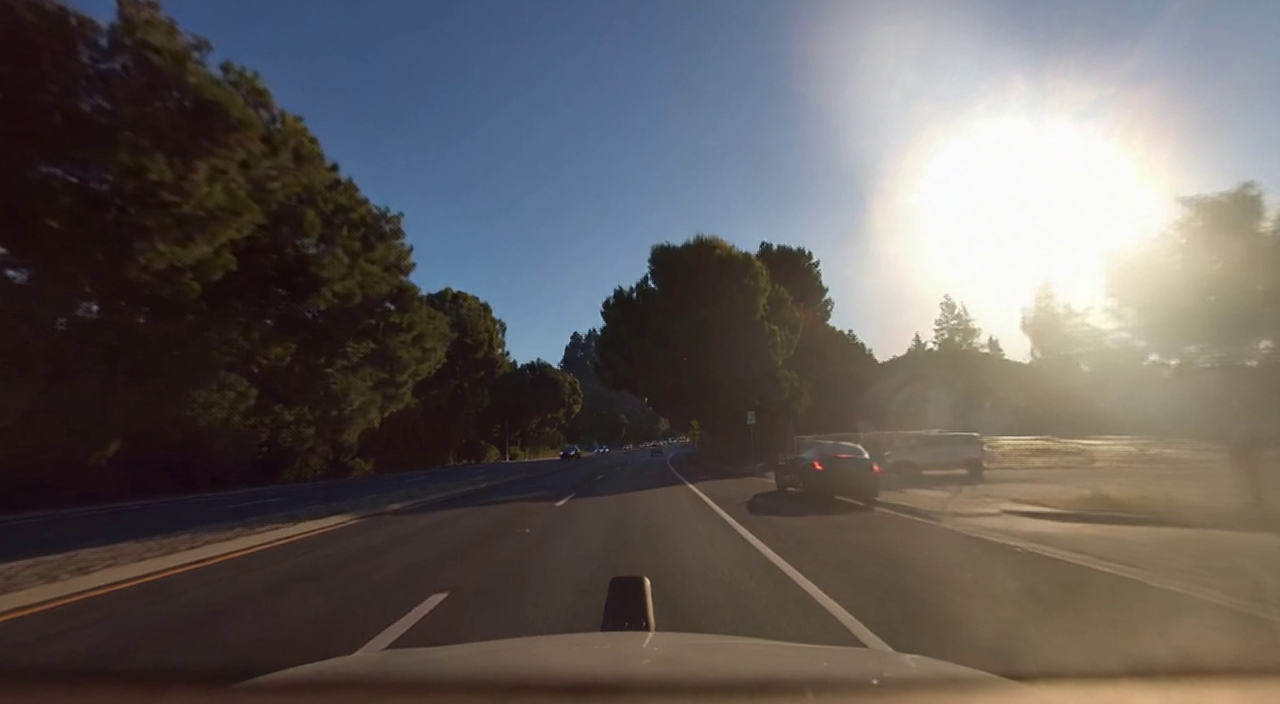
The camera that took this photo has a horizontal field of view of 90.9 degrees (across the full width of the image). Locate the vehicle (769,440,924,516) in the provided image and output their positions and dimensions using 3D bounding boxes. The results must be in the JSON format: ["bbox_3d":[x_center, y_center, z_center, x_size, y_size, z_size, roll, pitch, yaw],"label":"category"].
[{"bbox_3d":[4.628,2.878,15.025,2.184,1.496,4.615,0,-9,1],"label":"vehicle"}]

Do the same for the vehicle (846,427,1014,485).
[{"bbox_3d":[10.124,3.674,22.333,4.839,1.933,2.215,1,-8,-3],"label":"vehicle"}]
